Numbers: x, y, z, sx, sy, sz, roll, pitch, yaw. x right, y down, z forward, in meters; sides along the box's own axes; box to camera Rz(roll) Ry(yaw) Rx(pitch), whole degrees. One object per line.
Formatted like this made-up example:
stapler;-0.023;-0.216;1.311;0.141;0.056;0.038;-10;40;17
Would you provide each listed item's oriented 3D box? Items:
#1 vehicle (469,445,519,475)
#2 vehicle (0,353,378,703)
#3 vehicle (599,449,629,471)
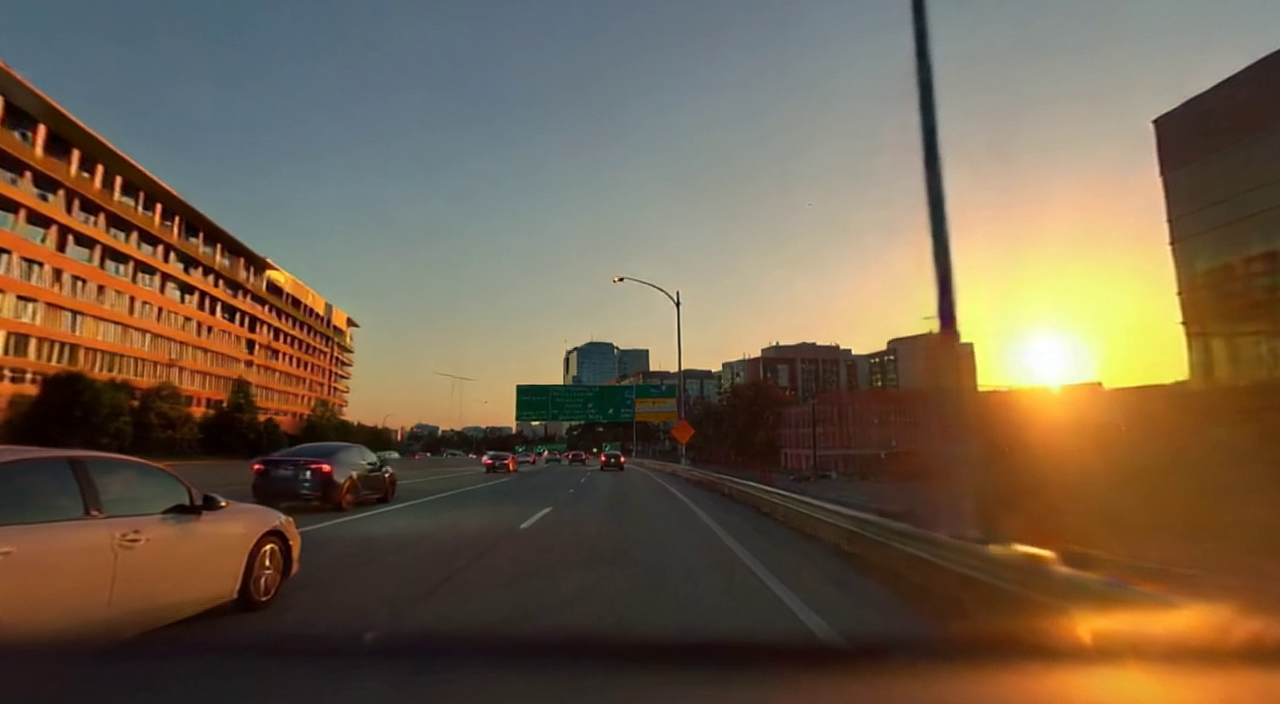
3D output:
vehicle;-8.827;6.544;38.518;2.065;1.689;4.399;0;-9;-1
vehicle;-3.568;1.061;3.737;2.036;1.717;4.592;0;-9;0
vehicle;-1.931;7.874;46.115;2.110;1.501;4.319;0;-9;-3
